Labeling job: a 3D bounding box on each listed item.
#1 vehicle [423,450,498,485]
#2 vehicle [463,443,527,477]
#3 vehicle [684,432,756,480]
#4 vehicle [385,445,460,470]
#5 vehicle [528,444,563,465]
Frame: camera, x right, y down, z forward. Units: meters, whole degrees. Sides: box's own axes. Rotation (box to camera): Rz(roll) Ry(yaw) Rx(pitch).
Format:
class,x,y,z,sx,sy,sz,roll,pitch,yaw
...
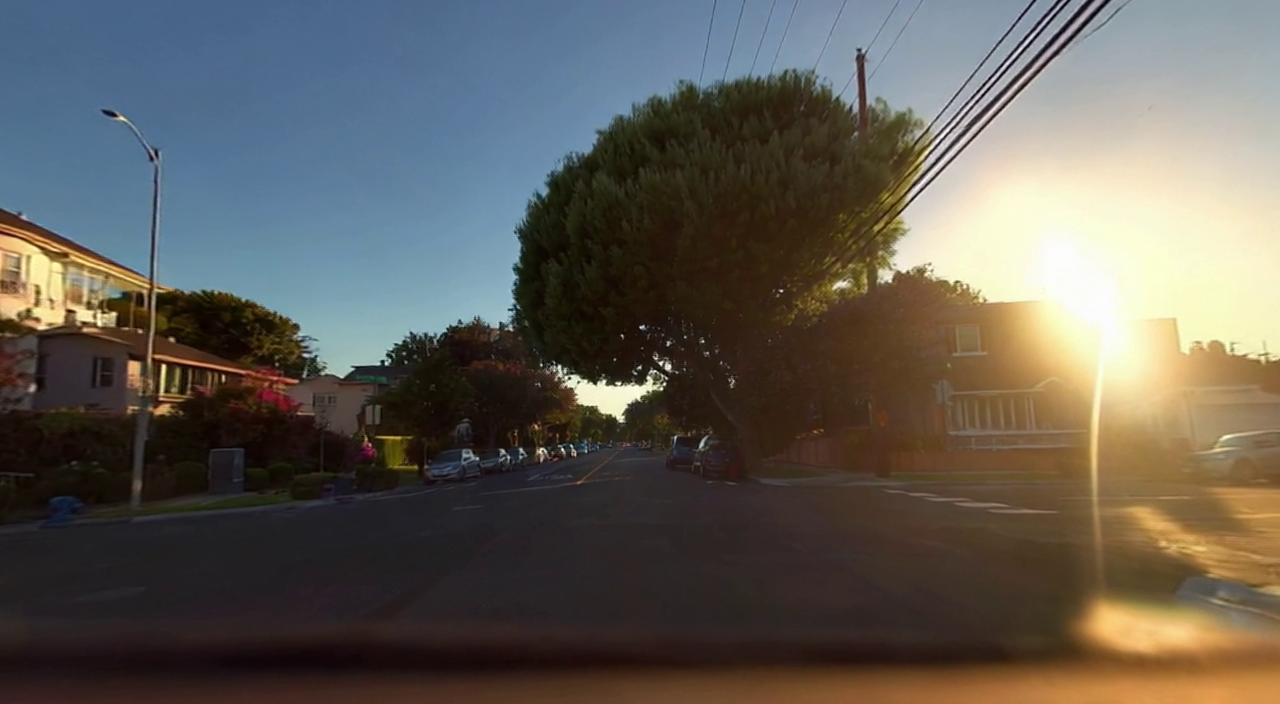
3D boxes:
class,x,y,z,sx,sy,sz,roll,pitch,yaw
vehicle,-7.268,4.698,26.010,1.926,1.307,3.909,0,-9,0
vehicle,-7.130,5.371,31.613,1.957,1.549,4.527,-1,-8,2
vehicle,3.018,4.051,24.813,2.114,1.708,4.474,0,-8,-1
vehicle,-13.460,6.558,39.269,3.905,1.480,1.892,0,-9,0
vehicle,-7.102,7.718,47.861,1.914,1.508,4.653,0,-8,0
